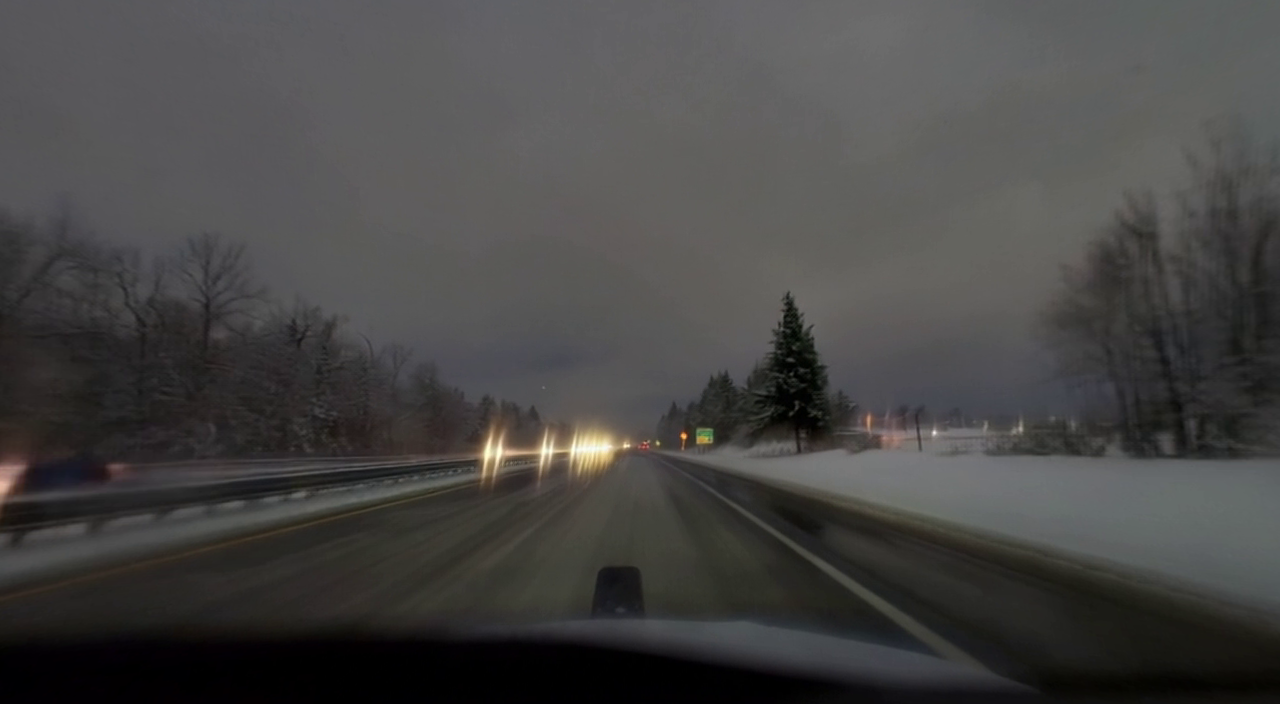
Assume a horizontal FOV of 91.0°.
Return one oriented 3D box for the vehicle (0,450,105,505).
[{"bbox_3d":[-19.221,3.746,18.996,1.960,1.519,4.654,0,-9,2],"label":"vehicle"}]
